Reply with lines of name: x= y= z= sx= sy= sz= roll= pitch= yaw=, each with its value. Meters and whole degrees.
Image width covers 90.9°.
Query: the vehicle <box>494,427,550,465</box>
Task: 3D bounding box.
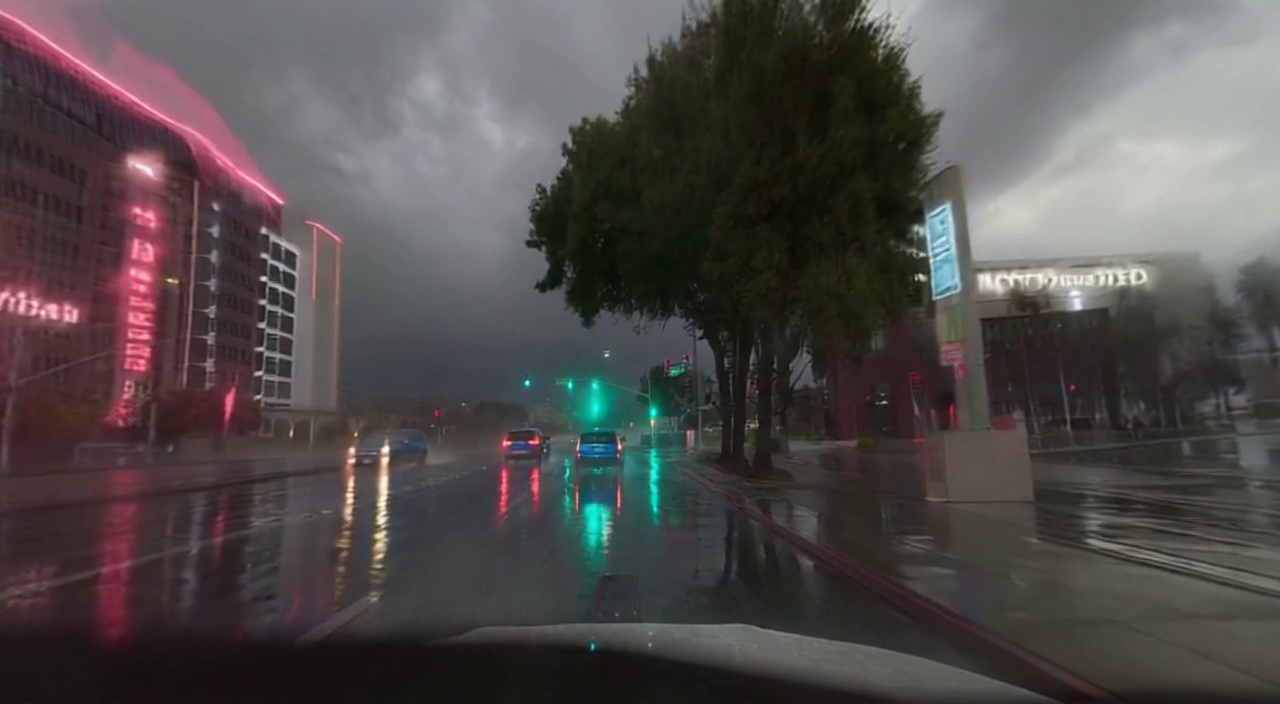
vehicle: x=-4.950 y=3.992 z=26.847 sx=2.023 sy=1.485 sz=3.721 roll=1 pitch=-8 yaw=-6

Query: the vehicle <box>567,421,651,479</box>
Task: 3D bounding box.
vehicle: x=-0.829 y=3.002 z=19.586 sx=2.231 sy=1.572 sz=4.227 roll=0 pitch=-8 yaw=2

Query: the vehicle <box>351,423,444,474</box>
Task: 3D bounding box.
vehicle: x=-8.982 y=3.597 z=23.776 sx=1.994 sy=1.717 sz=4.380 roll=0 pitch=-8 yaw=-4
